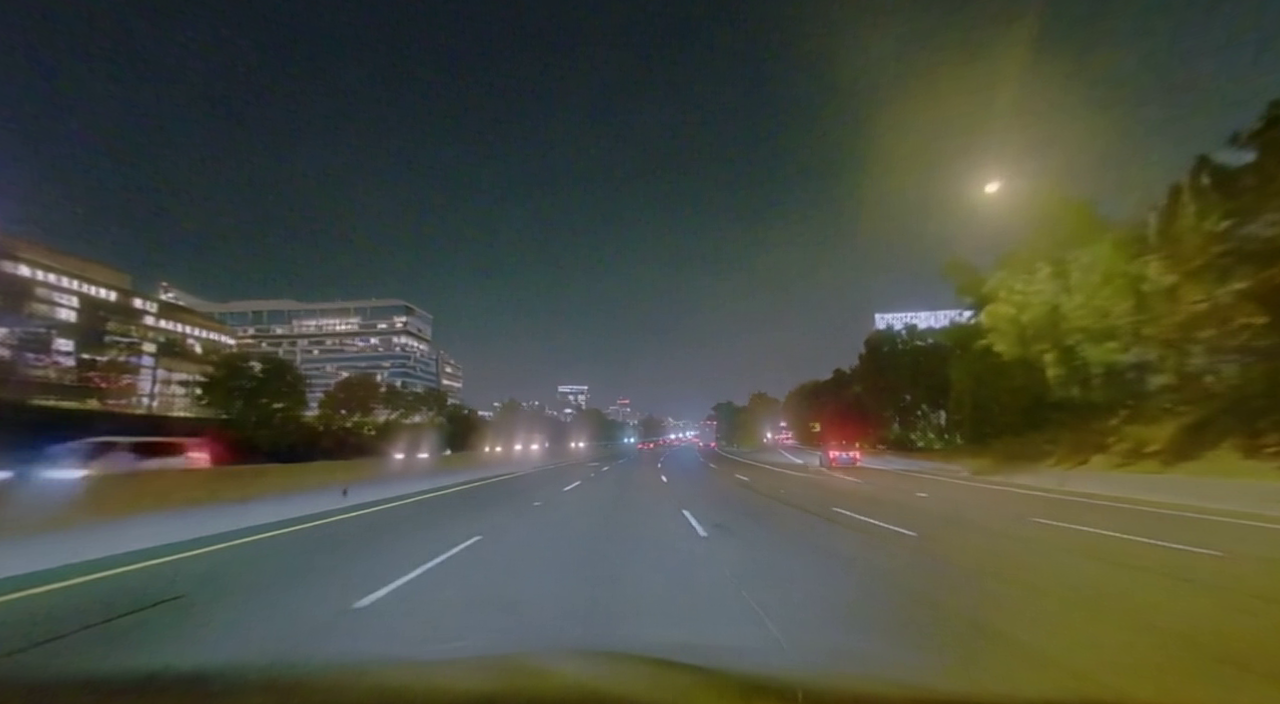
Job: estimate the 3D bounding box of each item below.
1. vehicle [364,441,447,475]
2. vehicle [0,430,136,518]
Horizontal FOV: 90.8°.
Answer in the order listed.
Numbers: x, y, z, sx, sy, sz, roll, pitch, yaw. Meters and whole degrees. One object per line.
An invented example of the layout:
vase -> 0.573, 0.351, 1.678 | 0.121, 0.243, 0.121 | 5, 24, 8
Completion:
vehicle -> -11.358, 5.171, 31.027 | 2.328, 1.496, 4.724 | 0, -9, -1
vehicle -> -12.607, 2.387, 12.554 | 1.824, 1.596, 3.948 | 0, -9, 1
